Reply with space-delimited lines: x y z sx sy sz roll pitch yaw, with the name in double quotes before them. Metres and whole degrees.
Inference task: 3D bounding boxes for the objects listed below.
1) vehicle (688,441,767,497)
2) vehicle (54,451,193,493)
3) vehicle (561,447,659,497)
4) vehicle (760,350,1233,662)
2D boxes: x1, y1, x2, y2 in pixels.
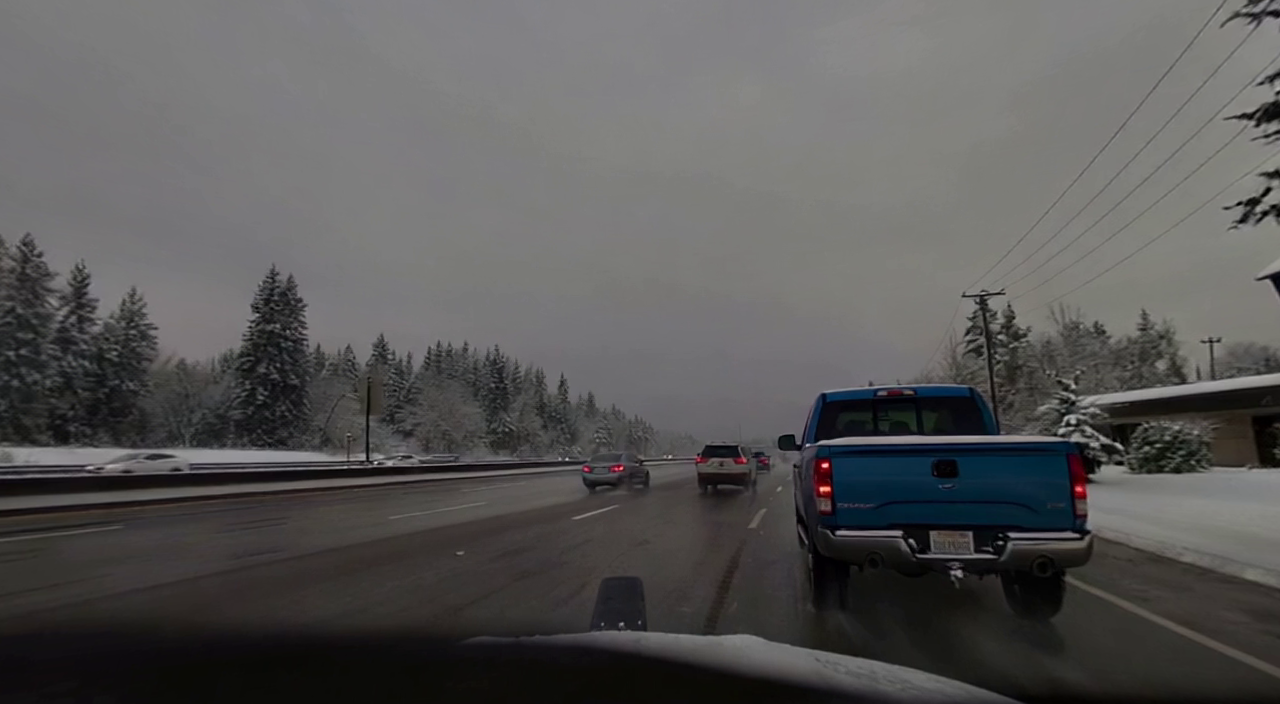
"vehicle" 3.069 3.884 21.436 2.080 1.682 4.150 -2 -9 16
"vehicle" -23.866 5.509 29.406 1.882 1.695 4.650 -2 -9 15
"vehicle" -0.869 4.036 21.737 2.119 1.478 4.644 -2 -9 14
"vehicle" 3.349 1.550 7.962 3.024 2.092 6.797 -2 -9 15
